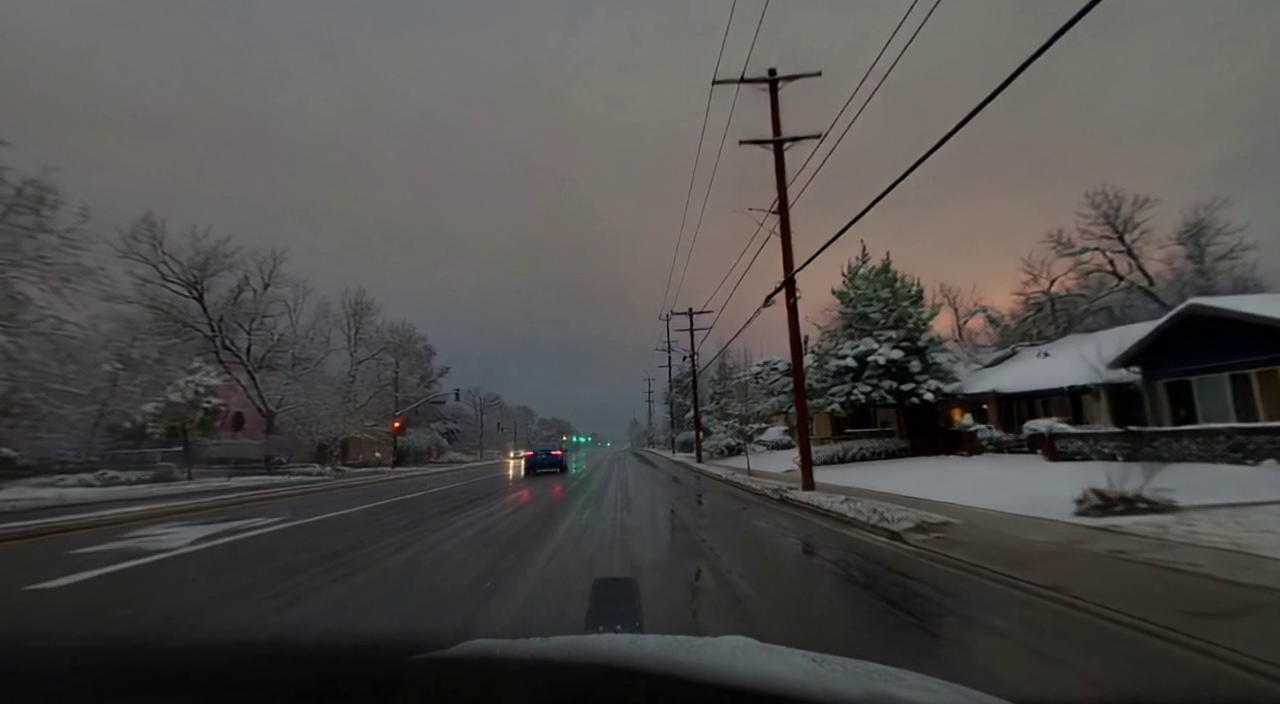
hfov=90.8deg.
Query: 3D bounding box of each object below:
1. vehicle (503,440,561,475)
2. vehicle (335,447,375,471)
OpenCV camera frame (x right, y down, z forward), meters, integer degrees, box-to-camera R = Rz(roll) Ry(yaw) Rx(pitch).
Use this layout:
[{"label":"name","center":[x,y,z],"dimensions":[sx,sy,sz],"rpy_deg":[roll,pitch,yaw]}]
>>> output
[{"label":"vehicle","center":[-4.898,4.844,29.326],"dimensions":[2.041,1.471,4.602],"rpy_deg":[0,-8,-2]},{"label":"vehicle","center":[-21.673,8.050,47.893],"dimensions":[2.223,1.673,4.608],"rpy_deg":[5,-10,-30]}]
